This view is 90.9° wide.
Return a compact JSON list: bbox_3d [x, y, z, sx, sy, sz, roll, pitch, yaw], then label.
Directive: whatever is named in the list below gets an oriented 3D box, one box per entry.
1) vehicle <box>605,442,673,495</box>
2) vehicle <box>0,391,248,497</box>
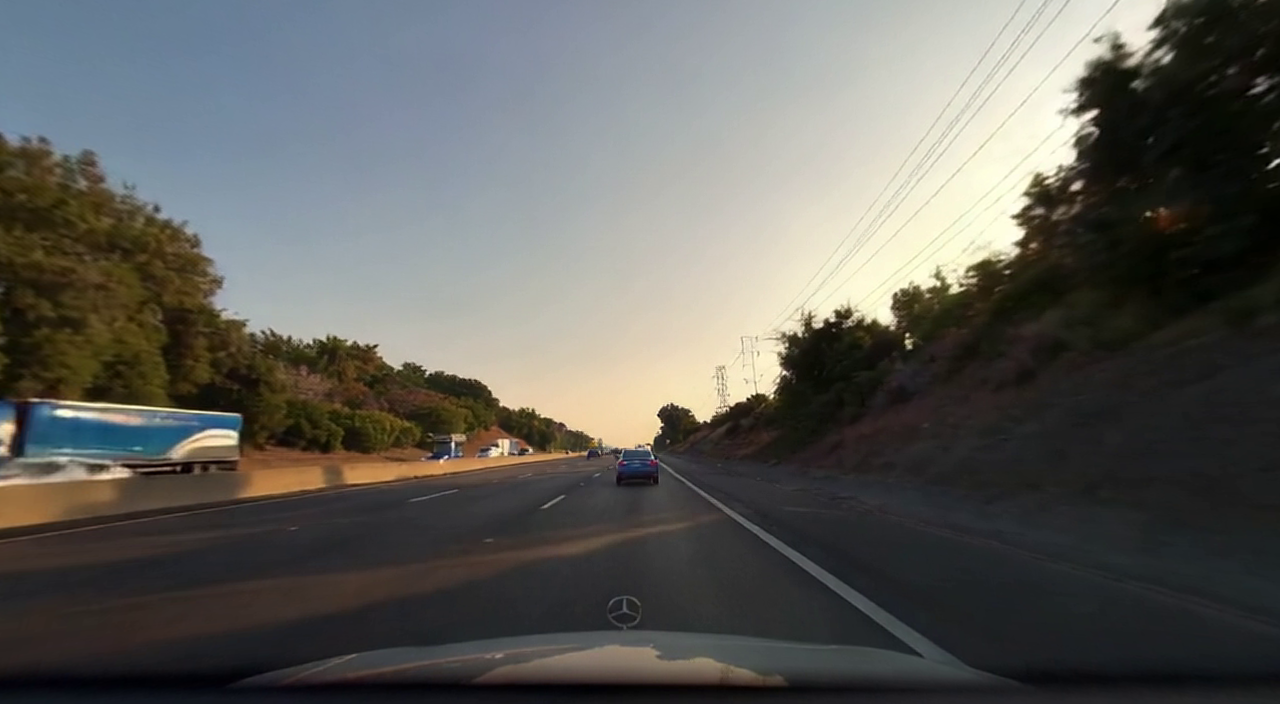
[{"bbox_3d":[-0.053,3.687,20.262,1.966,1.499,4.298,0,-9,-1],"label":"vehicle"},{"bbox_3d":[-24.916,4.355,29.239,2.894,3.848,16.526,0,-9,0],"label":"vehicle"}]
